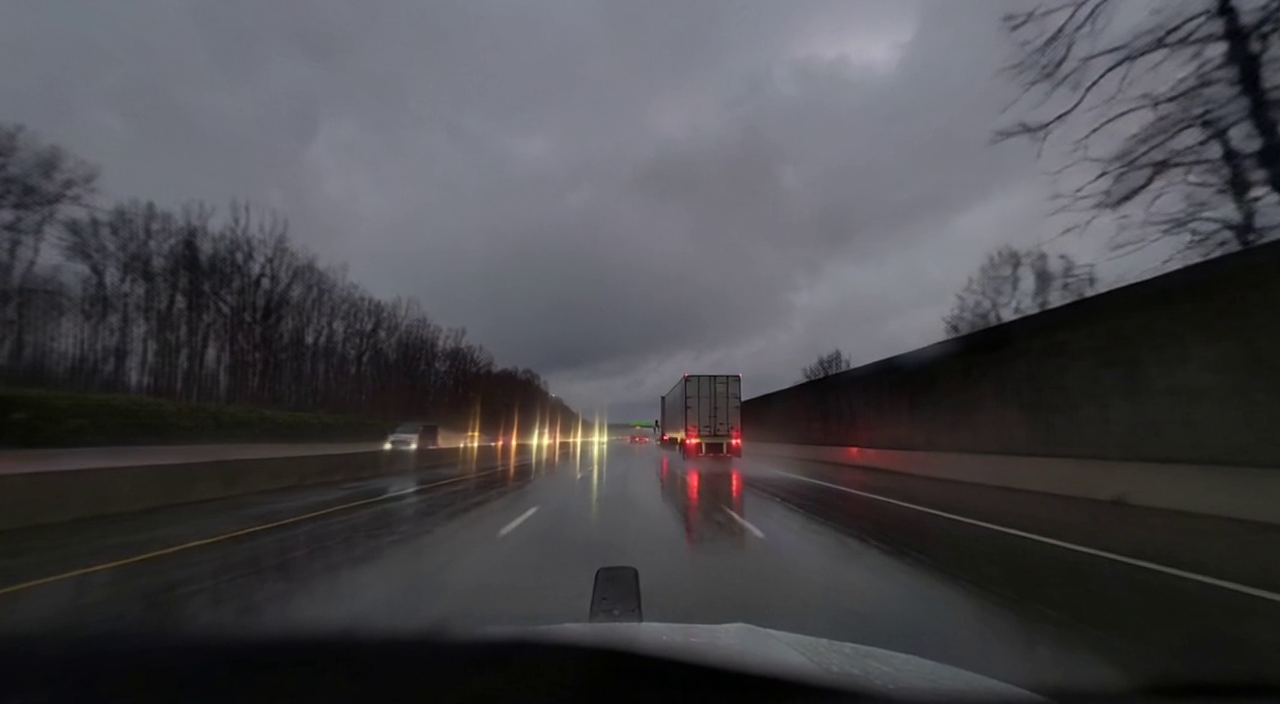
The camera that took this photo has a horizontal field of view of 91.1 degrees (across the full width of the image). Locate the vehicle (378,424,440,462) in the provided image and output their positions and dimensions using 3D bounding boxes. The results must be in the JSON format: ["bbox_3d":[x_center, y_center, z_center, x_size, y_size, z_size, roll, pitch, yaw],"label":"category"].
[{"bbox_3d":[-16.154,6.390,44.289,2.353,2.443,5.476,0,-8,-1],"label":"vehicle"}]

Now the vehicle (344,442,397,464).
[{"bbox_3d":[-19.534,7.320,45.712,1.871,1.496,4.388,0,-8,0],"label":"vehicle"}]

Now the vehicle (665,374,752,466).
[{"bbox_3d":[3.417,4.103,36.526,2.979,4.161,15.508,1,-7,-1],"label":"vehicle"}]
